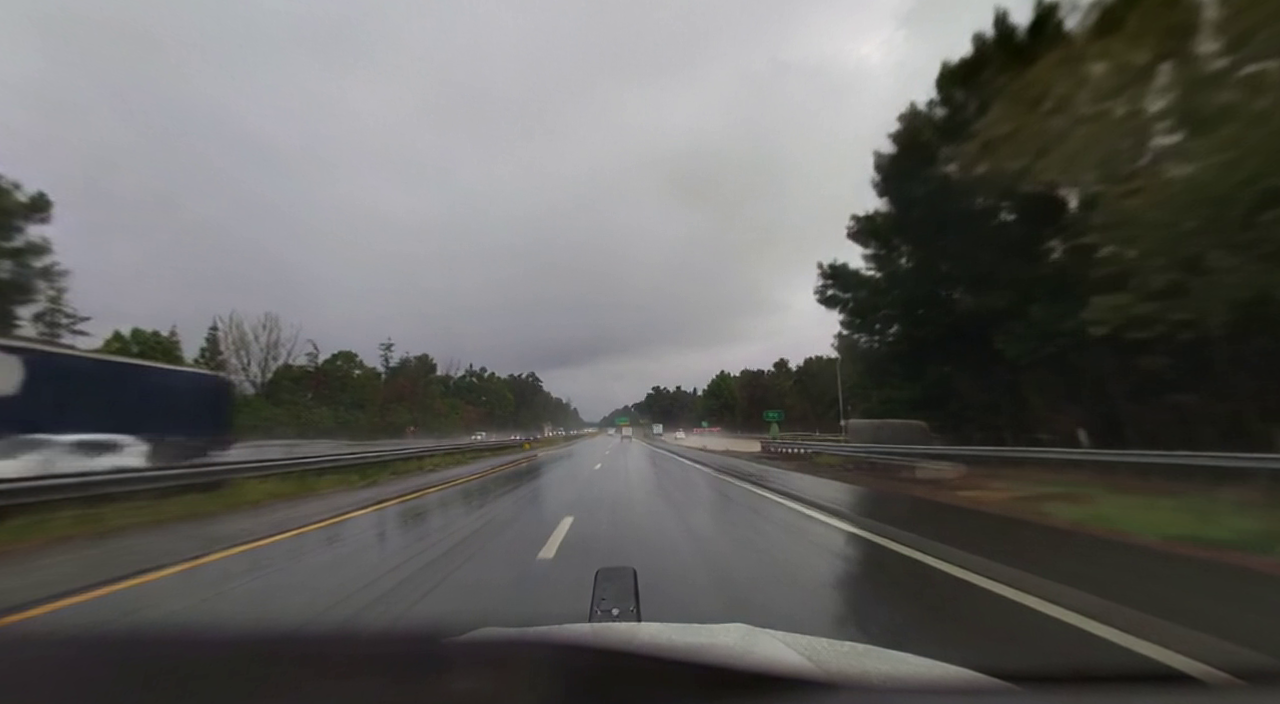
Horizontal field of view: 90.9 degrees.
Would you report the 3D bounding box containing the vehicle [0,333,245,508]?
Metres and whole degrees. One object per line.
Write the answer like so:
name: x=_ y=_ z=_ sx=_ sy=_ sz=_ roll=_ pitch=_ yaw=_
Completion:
vehicle: x=-16.571 y=1.938 z=17.211 sx=2.884 sy=4.071 sz=14.033 roll=0 pitch=-8 yaw=-2
